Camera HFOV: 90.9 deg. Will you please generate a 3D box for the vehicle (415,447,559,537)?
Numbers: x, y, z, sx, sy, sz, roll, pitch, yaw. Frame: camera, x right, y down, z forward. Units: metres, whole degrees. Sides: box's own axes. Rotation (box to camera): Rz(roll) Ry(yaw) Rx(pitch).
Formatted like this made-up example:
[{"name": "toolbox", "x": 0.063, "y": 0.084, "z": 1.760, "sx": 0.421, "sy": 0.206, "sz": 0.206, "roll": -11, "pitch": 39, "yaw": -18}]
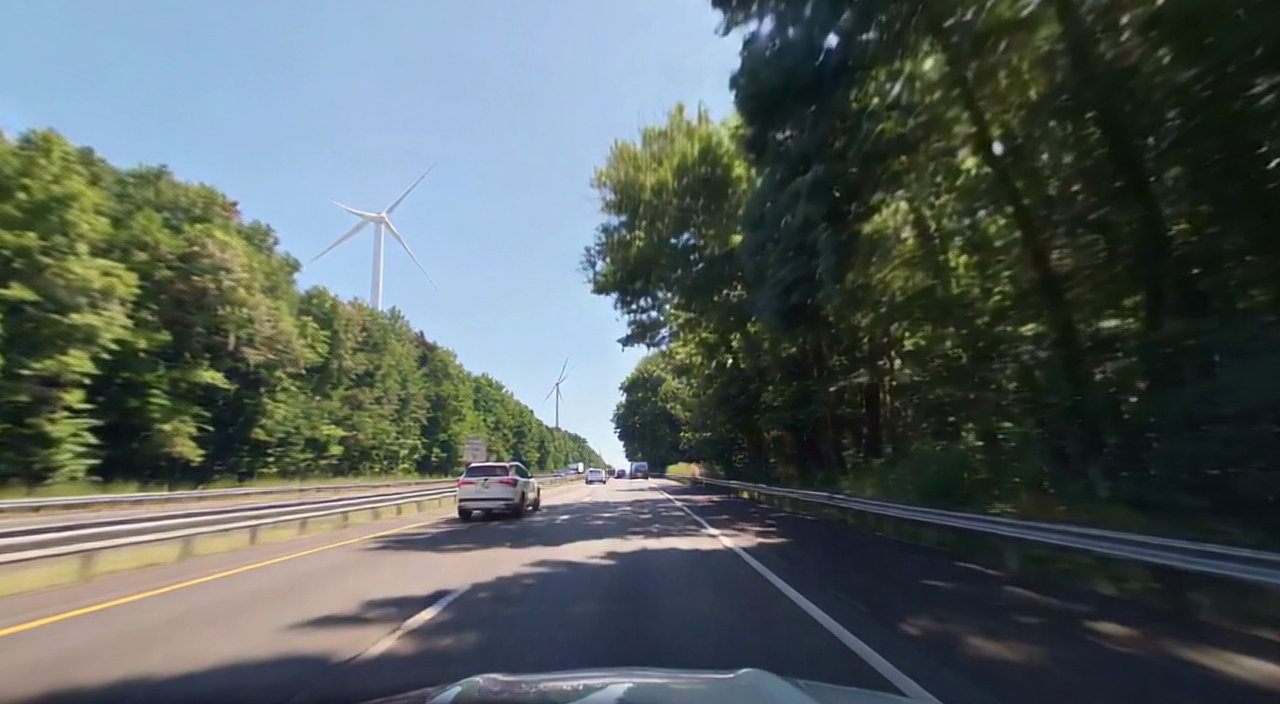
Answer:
[{"name": "vehicle", "x": -3.266, "y": 3.144, "z": 14.517, "sx": 2.124, "sy": 1.705, "sz": 4.440, "roll": 1, "pitch": -11, "yaw": 1}]
